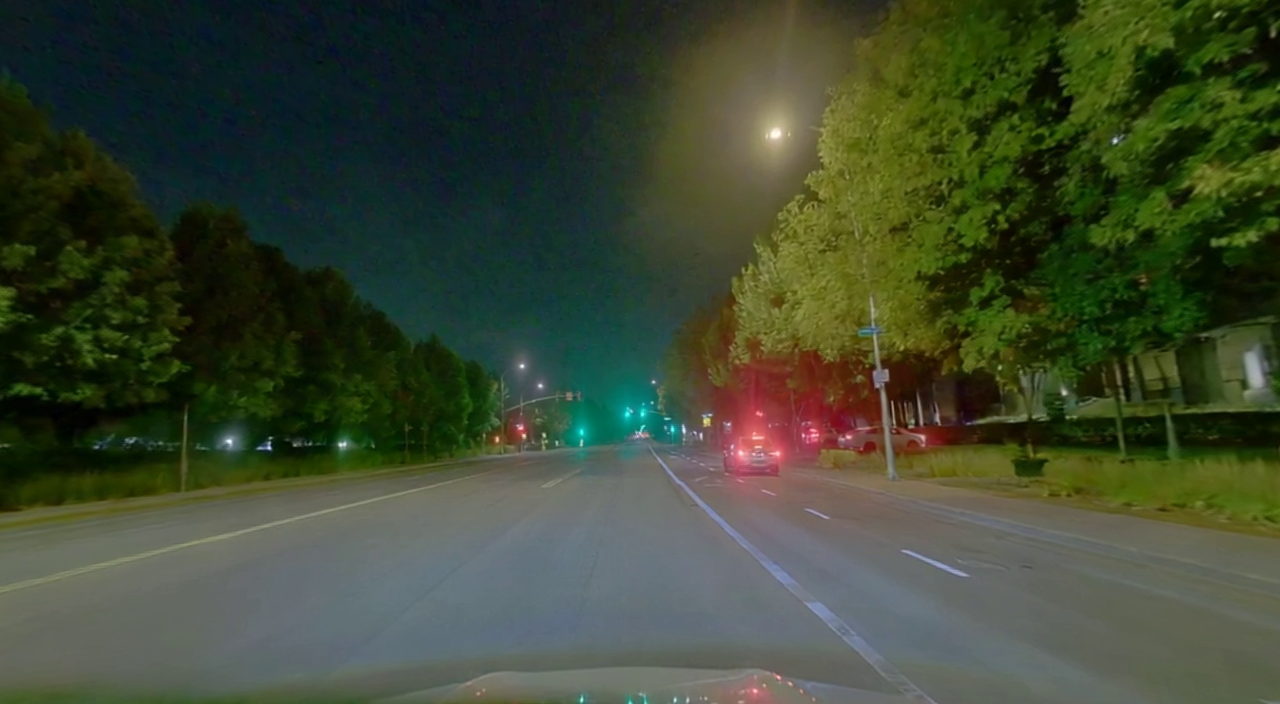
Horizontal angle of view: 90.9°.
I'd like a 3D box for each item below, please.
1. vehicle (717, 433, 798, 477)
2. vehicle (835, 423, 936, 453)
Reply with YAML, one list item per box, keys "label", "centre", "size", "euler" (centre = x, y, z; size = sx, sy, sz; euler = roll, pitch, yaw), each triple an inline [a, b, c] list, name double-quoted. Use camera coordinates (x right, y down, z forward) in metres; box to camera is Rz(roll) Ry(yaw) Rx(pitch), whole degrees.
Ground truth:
- label: "vehicle"
  centre: [4.215, 3.791, 23.356]
  size: [2.006, 1.448, 4.671]
  euler: [0, -8, -1]
- label: "vehicle"
  centre: [12.116, 4.271, 31.302]
  size: [4.227, 1.451, 1.874]
  euler: [0, -7, 1]
